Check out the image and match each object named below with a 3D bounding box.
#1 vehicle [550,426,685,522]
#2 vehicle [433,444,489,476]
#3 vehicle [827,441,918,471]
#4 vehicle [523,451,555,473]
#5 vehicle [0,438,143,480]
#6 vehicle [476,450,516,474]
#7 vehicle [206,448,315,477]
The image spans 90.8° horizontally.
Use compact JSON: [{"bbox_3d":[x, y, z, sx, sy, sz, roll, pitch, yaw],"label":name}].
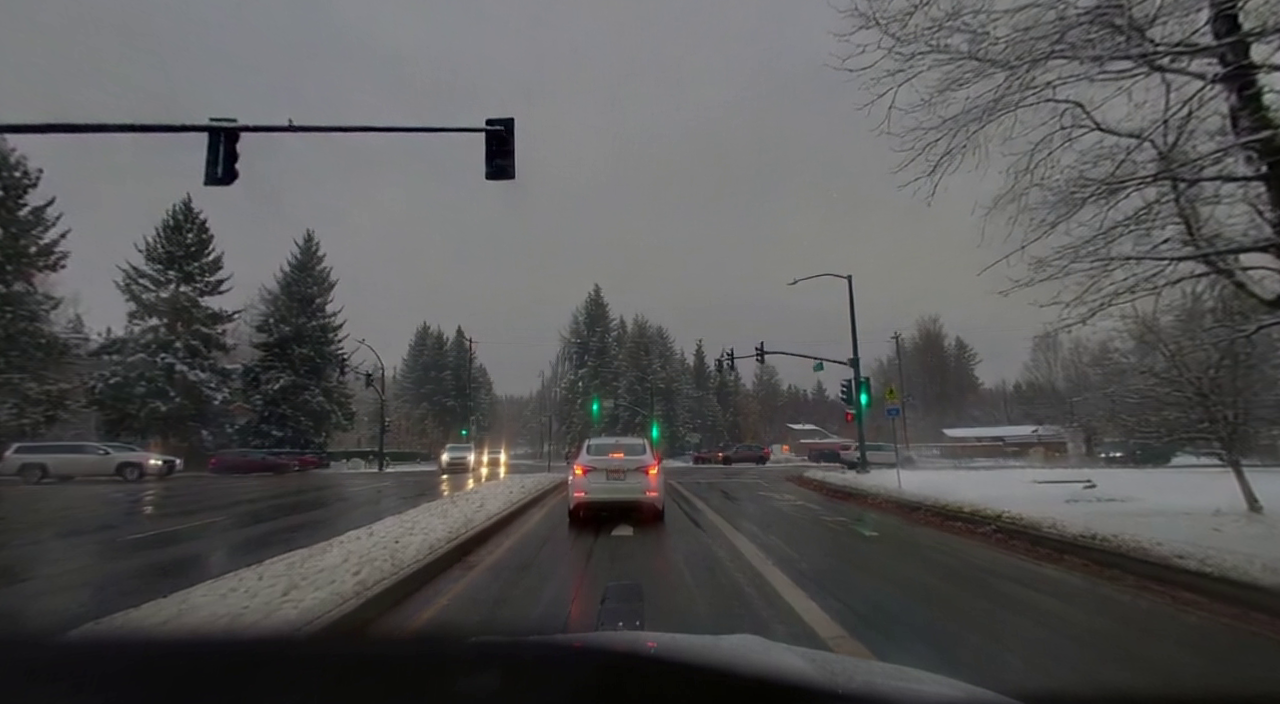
[{"bbox_3d":[-0.371,2.221,12.086,2.112,1.479,4.264,0,-8,-1],"label":"vehicle"},{"bbox_3d":[-9.044,5.473,32.331,2.073,1.459,4.495,1,-8,-7],"label":"vehicle"},{"bbox_3d":[12.452,5.522,33.776,4.601,1.485,1.929,4,-9,-27],"label":"vehicle"},{"bbox_3d":[-7.402,8.088,46.732,2.077,1.449,4.838,1,-8,-6],"label":"vehicle"},{"bbox_3d":[-25.747,4.770,28.351,4.877,1.754,1.978,2,-8,-13],"label":"vehicle"},{"bbox_3d":[-10.259,7.895,45.420,2.078,1.534,4.646,1,-8,-4],"label":"vehicle"},{"bbox_3d":[-20.044,5.862,33.609,4.548,1.449,1.802,2,-8,-13],"label":"vehicle"}]
